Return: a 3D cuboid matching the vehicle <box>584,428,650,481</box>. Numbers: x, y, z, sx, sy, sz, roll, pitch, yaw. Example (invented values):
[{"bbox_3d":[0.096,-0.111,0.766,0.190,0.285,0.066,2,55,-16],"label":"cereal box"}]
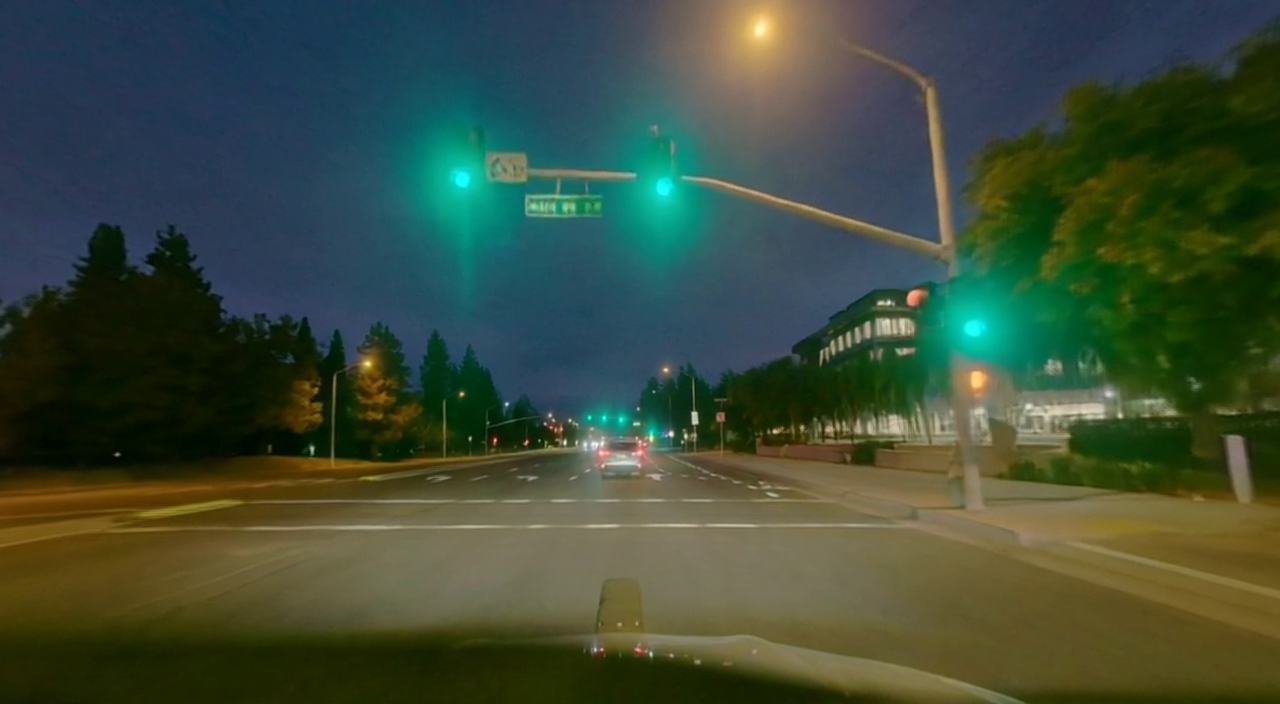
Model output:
[{"bbox_3d":[-0.793,3.662,22.760,2.130,1.711,4.038,0,-9,-1],"label":"vehicle"}]
